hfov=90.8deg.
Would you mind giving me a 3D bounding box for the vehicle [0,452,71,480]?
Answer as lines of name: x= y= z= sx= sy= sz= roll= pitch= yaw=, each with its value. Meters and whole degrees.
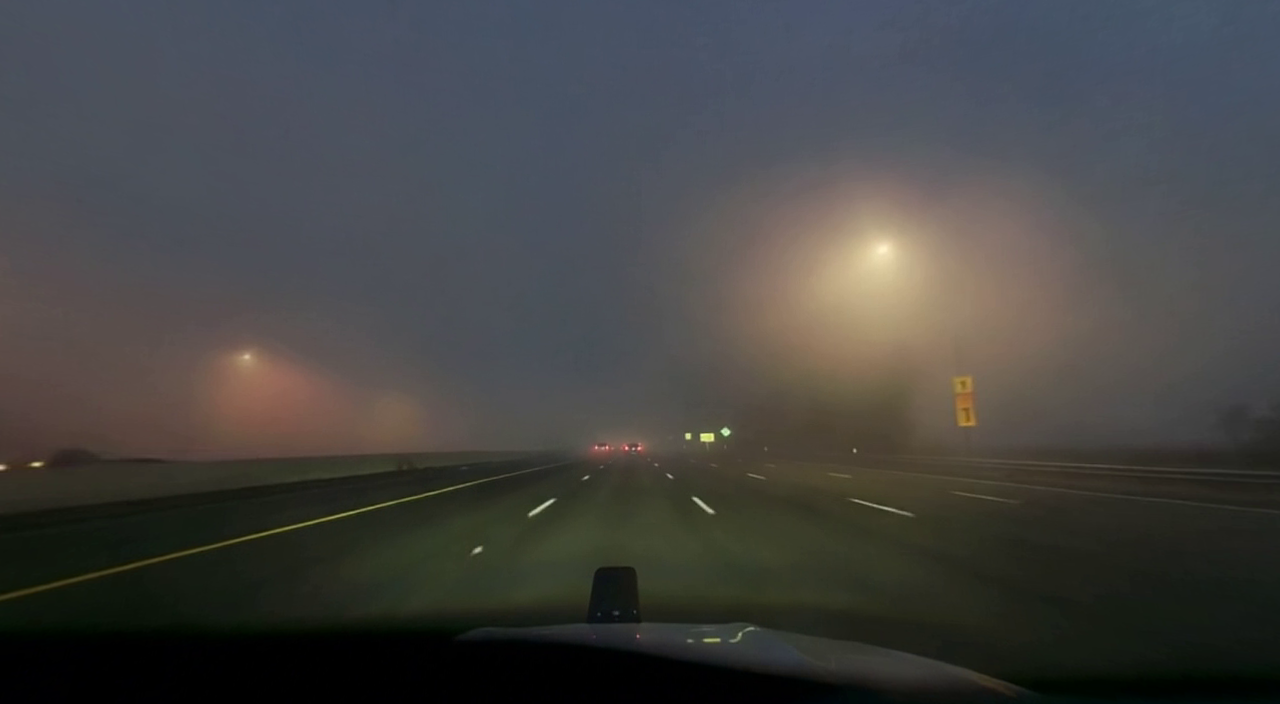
vehicle: x=-38.744 y=7.077 z=39.447 sx=1.879 sy=1.552 sz=4.889 roll=0 pitch=-8 yaw=0
